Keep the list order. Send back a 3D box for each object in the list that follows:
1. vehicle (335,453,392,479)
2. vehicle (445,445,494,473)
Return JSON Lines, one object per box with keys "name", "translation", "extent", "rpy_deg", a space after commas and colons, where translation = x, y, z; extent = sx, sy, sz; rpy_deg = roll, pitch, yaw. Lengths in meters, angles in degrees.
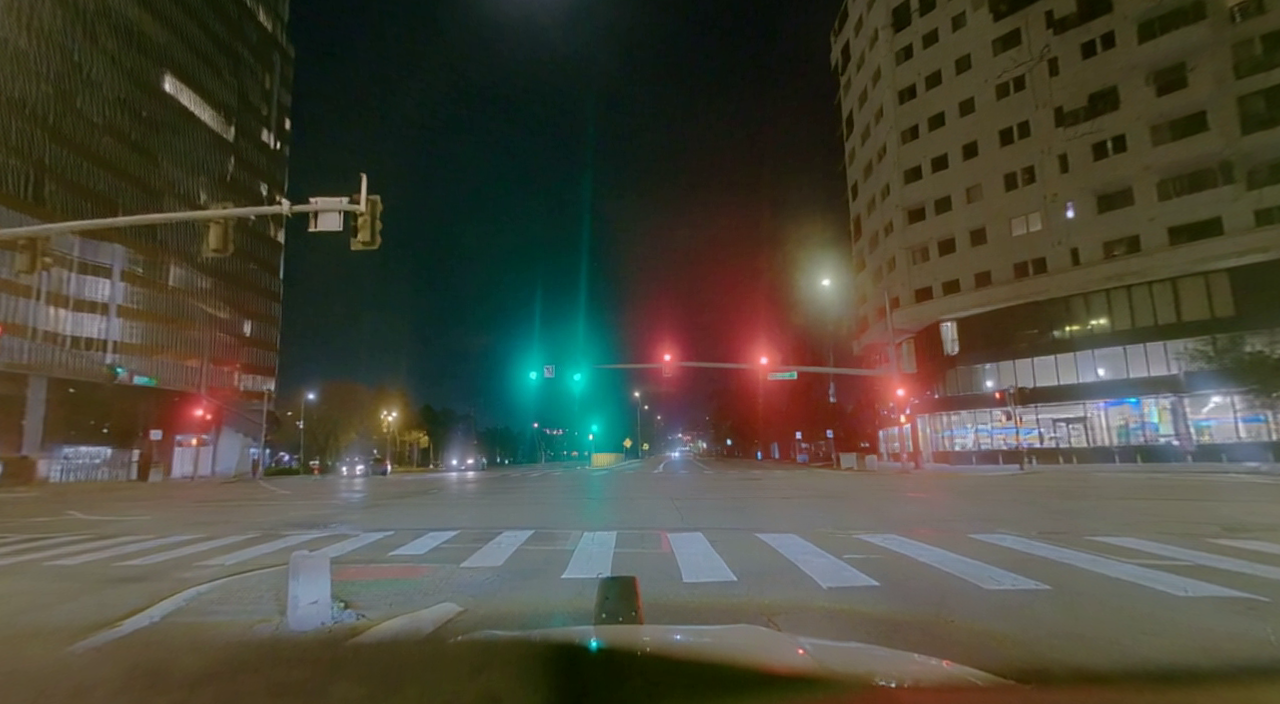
{"name": "vehicle", "translation": [-18.858, 7.752, 43.255], "extent": [1.933, 1.664, 4.255], "rpy_deg": [0, -9, 1]}
{"name": "vehicle", "translation": [-12.162, 7.665, 45.432], "extent": [2.151, 1.847, 4.634], "rpy_deg": [0, -9, 0]}
